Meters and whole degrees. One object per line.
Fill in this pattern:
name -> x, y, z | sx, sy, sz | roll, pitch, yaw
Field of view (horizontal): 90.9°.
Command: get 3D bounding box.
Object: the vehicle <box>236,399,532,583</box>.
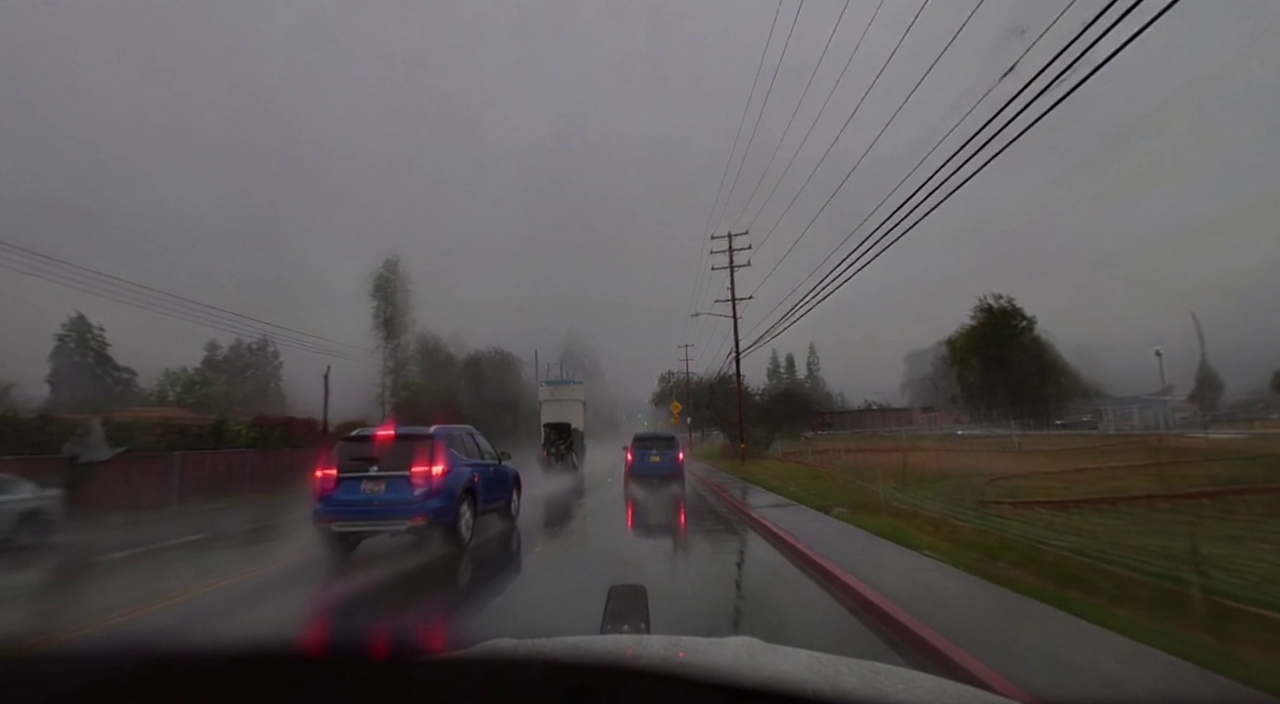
vehicle -> -2.976, 1.746, 8.686 | 2.093, 1.832, 4.508 | 0, -9, 1

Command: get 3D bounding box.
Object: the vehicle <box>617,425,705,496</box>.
vehicle -> 0.527, 2.999, 17.717 | 2.174, 1.749, 4.113 | 0, -9, 0

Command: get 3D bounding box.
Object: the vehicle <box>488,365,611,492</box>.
vehicle -> -2.855, 3.007, 23.625 | 2.928, 3.658, 10.953 | 0, -9, 0
